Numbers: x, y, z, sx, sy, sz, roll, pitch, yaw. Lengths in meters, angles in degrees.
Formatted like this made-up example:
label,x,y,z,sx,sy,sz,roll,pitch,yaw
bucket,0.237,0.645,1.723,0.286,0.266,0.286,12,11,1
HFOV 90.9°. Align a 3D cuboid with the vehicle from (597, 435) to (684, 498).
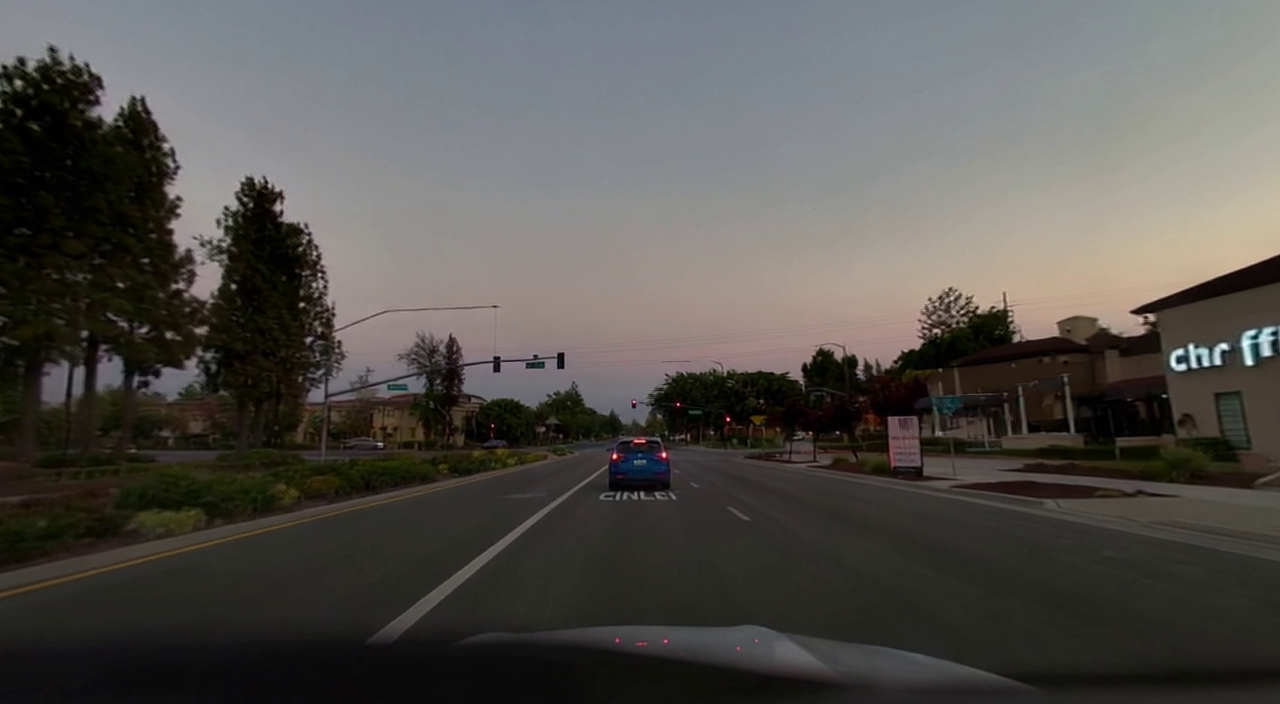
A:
label,x,y,z,sx,sy,sz,roll,pitch,yaw
vehicle,-0.031,3.040,17.201,2.028,1.478,4.545,0,-8,-1
